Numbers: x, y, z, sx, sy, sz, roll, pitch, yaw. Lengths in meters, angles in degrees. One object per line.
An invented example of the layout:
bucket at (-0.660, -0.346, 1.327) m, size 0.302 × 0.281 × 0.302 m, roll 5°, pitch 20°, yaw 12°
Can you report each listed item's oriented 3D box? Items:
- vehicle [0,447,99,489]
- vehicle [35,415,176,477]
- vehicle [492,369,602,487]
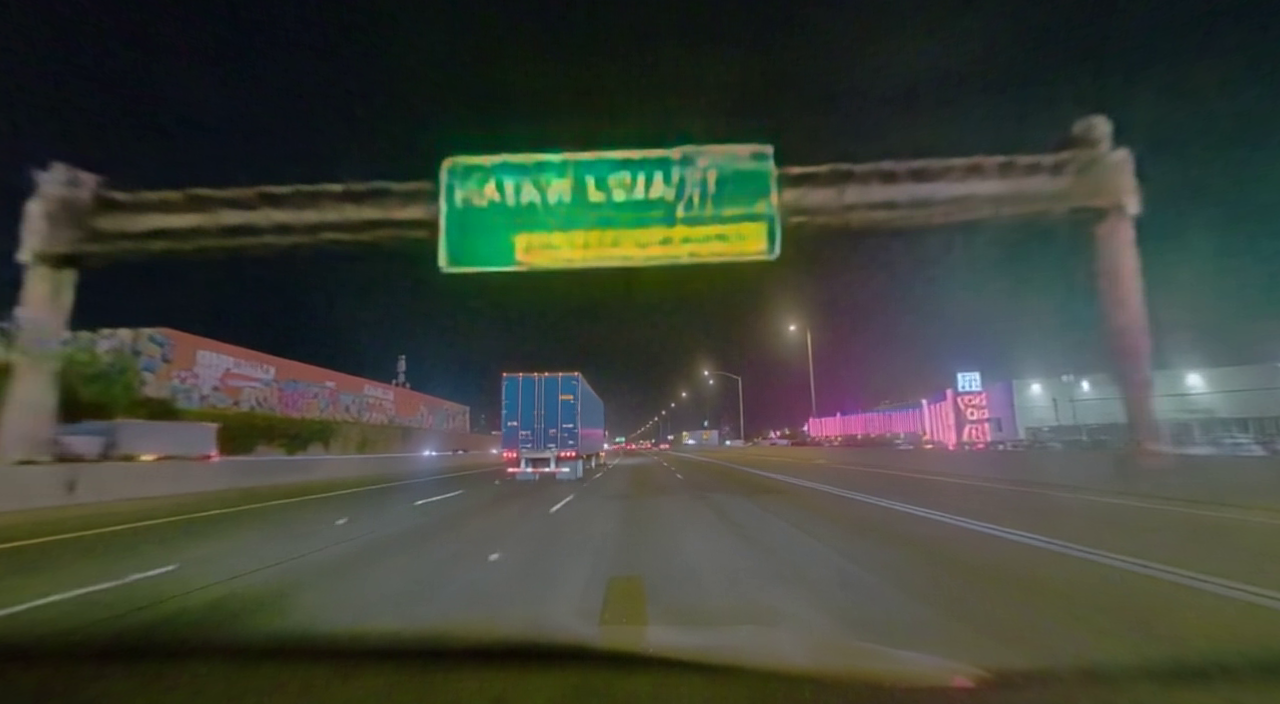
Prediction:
vehicle at (-24.235, 4.494, 24.727) m, size 1.875 × 1.493 × 4.610 m, roll 0°, pitch -8°, yaw 1°
vehicle at (-31.766, 5.604, 37.878) m, size 2.956 × 3.386 × 6.009 m, roll 0°, pitch -8°, yaw 1°
vehicle at (-3.497, 3.169, 26.449) m, size 2.977 × 4.048 × 8.890 m, roll 1°, pitch -7°, yaw 1°
